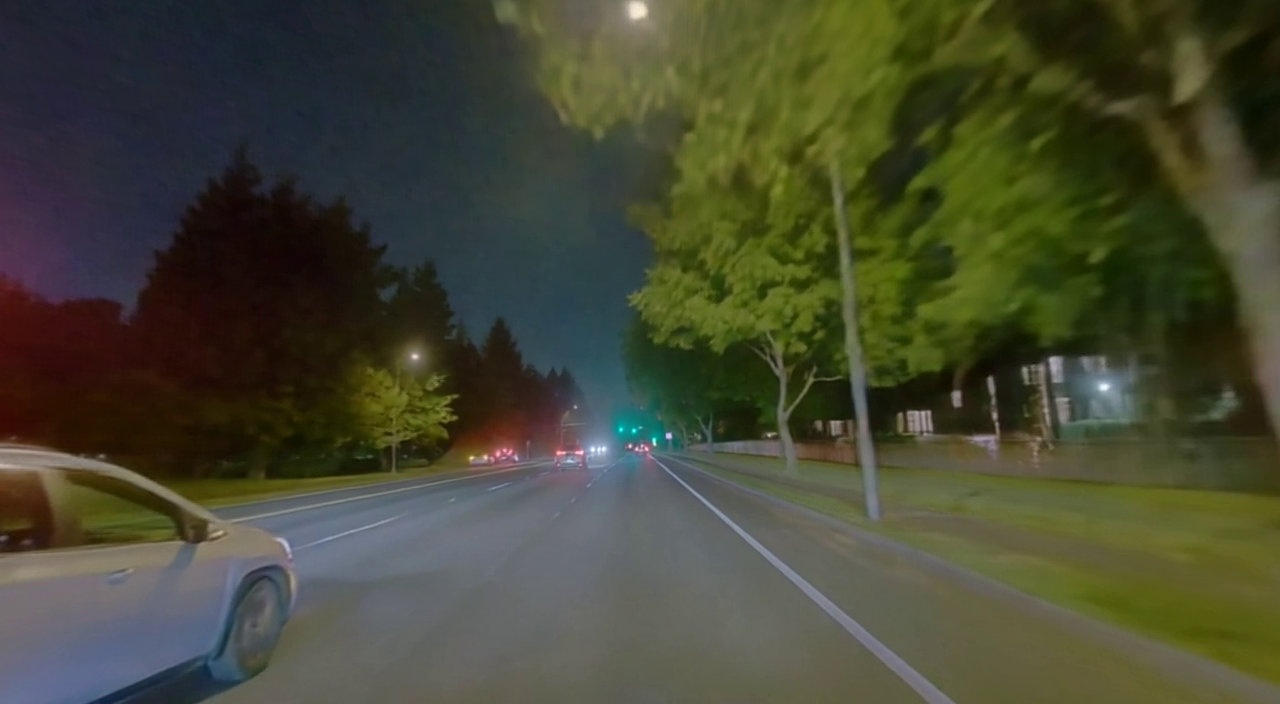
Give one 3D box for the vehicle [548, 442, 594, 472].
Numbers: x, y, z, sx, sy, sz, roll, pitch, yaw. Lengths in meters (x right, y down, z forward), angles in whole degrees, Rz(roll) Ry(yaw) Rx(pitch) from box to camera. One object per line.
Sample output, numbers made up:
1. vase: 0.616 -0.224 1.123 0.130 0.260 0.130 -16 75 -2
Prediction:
1. vehicle: -3.570 5.519 33.469 1.992 1.447 4.044 -1 -8 0
